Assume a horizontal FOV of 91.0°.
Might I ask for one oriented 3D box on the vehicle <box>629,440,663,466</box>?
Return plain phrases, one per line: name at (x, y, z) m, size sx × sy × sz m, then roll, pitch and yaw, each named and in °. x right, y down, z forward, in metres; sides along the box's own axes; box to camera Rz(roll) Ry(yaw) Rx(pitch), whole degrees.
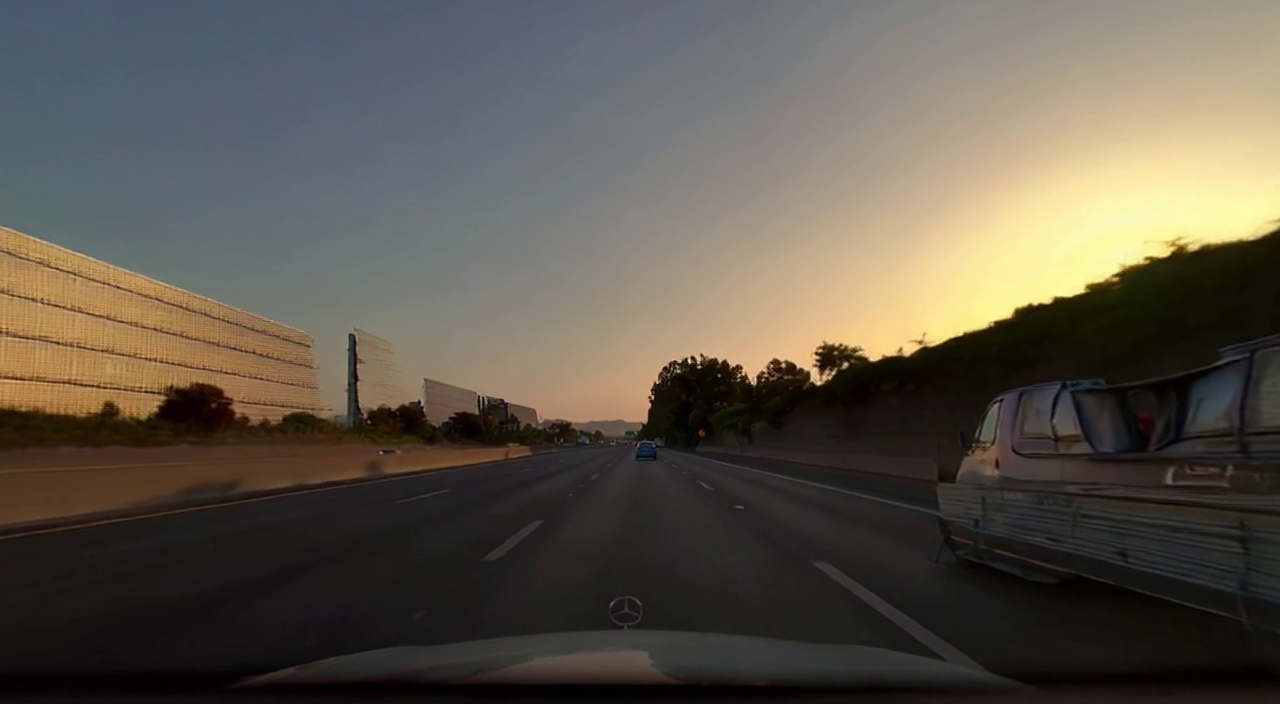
vehicle at (0.351, 6.109, 38.254) m, size 1.997 × 1.484 × 3.409 m, roll 0°, pitch -8°, yaw 0°
